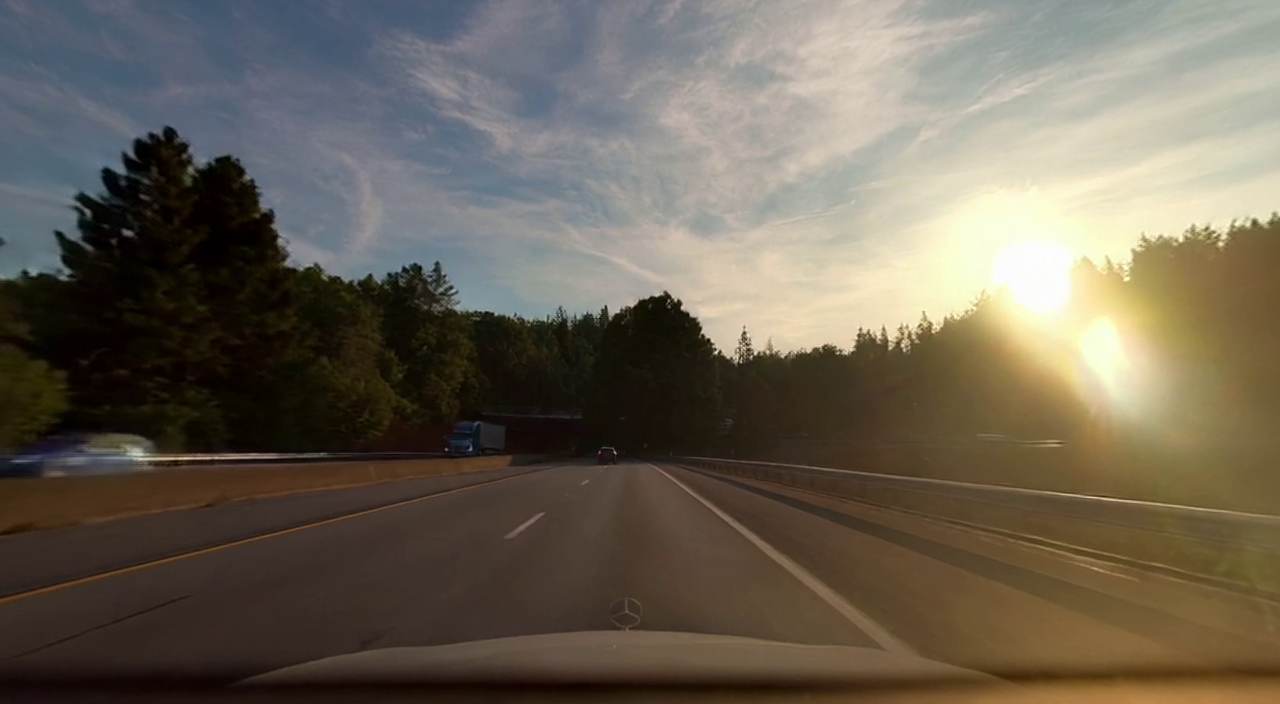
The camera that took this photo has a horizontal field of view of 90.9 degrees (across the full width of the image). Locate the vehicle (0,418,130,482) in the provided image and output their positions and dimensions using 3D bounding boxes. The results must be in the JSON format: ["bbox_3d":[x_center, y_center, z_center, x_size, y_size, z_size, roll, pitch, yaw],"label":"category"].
[{"bbox_3d":[-15.649,2.537,16.221,1.781,1.458,3.767,0,-9,1],"label":"vehicle"}]
